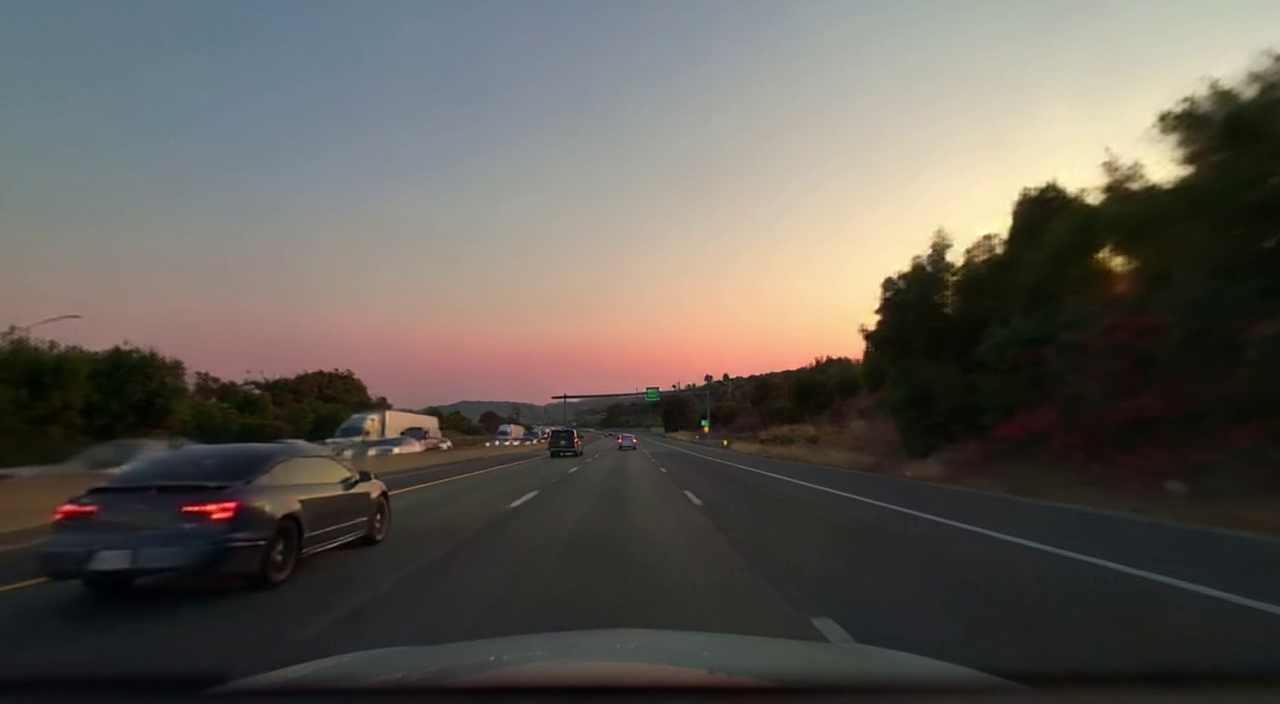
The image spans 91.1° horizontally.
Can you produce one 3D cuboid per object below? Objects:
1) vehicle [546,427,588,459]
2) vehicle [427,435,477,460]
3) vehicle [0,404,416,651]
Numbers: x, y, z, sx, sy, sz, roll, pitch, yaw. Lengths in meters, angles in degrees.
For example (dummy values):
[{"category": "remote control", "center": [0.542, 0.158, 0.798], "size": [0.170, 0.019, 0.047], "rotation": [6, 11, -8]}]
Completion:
[{"category": "vehicle", "center": [-4.641, 5.854, 40.589], "size": [2.115, 1.887, 4.721], "rotation": [0, -8, 0]}, {"category": "vehicle", "center": [-13.225, 6.703, 44.548], "size": [2.064, 1.646, 4.738], "rotation": [0, -8, 0]}, {"category": "vehicle", "center": [-3.925, 1.398, 6.133], "size": [1.953, 1.550, 4.167], "rotation": [0, -8, 0]}]
